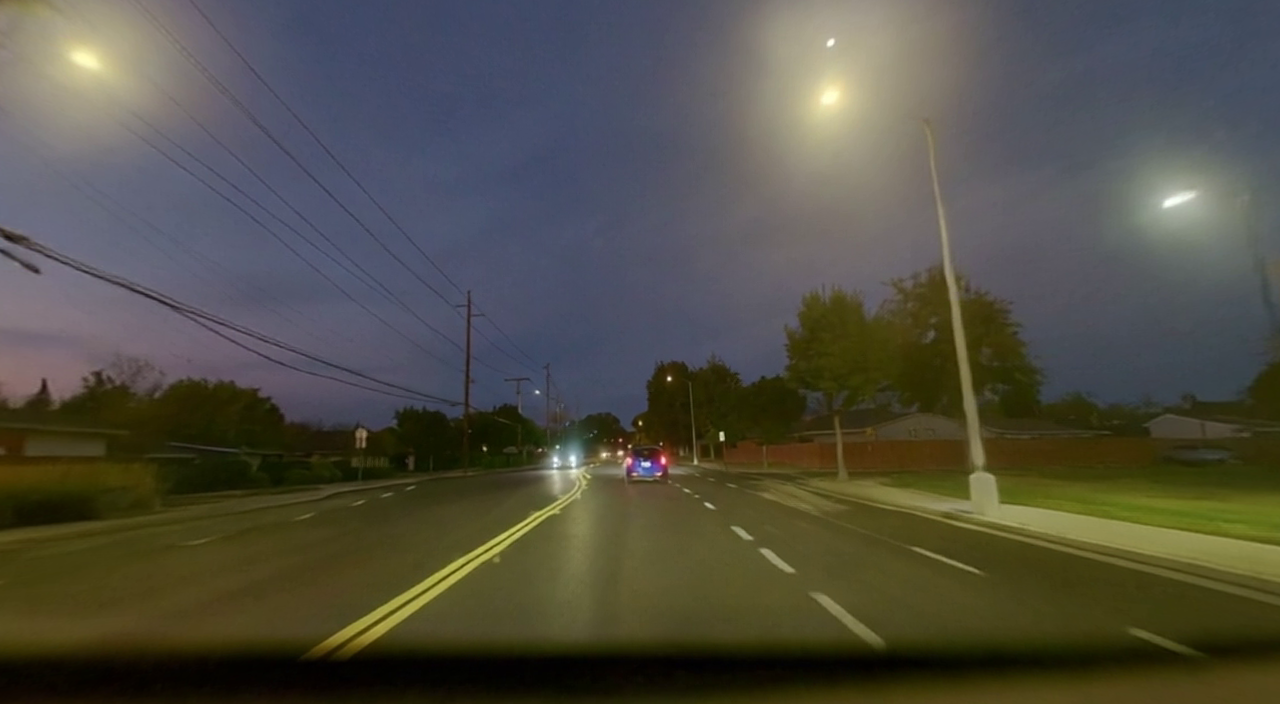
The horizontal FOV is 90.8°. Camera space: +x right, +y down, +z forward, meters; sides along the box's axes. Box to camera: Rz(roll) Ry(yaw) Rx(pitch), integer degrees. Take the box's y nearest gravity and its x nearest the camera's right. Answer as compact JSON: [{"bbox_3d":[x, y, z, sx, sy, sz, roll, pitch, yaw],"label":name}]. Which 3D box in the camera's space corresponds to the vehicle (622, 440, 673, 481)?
[{"bbox_3d":[0.269,4.910,28.934,2.139,1.699,3.916,0,-8,-2],"label":"vehicle"}]

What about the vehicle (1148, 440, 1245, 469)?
[{"bbox_3d":[36.337,6.697,41.345,4.461,1.828,2.165,1,-8,-6],"label":"vehicle"}]
